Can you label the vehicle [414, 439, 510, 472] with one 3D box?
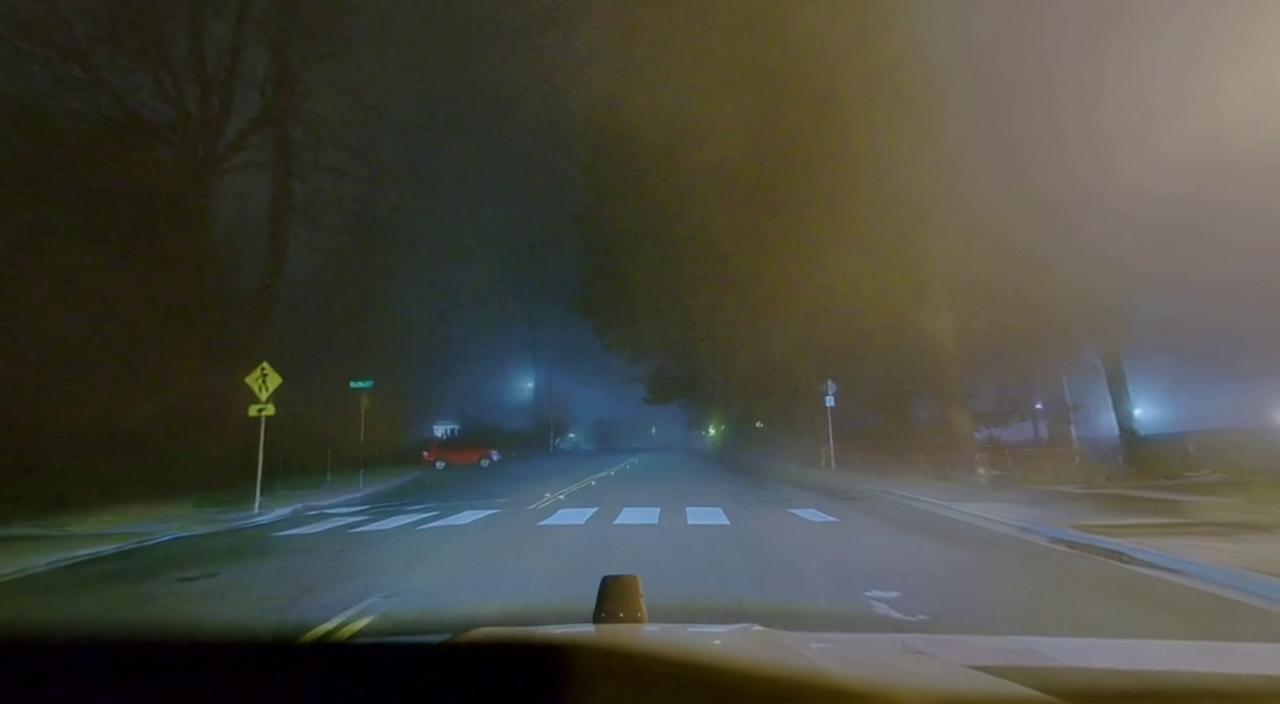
[{"bbox_3d":[-9.085,5.265,32.372,4.377,1.596,1.836,-2,-9,14],"label":"vehicle"}]
